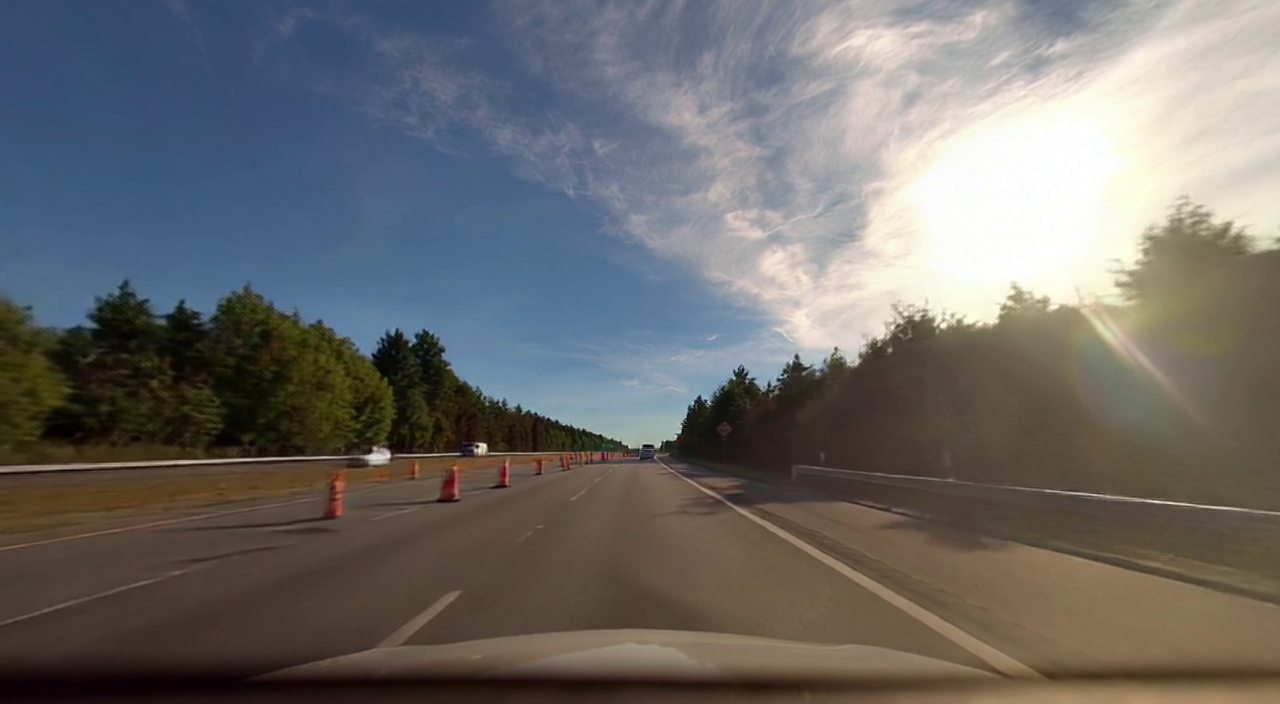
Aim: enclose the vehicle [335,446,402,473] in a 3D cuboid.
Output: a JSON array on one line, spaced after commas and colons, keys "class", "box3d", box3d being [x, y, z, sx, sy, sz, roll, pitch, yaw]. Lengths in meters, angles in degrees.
[{"class": "vehicle", "box3d": [-15.906, 6.310, 37.134, 1.851, 1.440, 4.562, 0, -9, 1]}]
